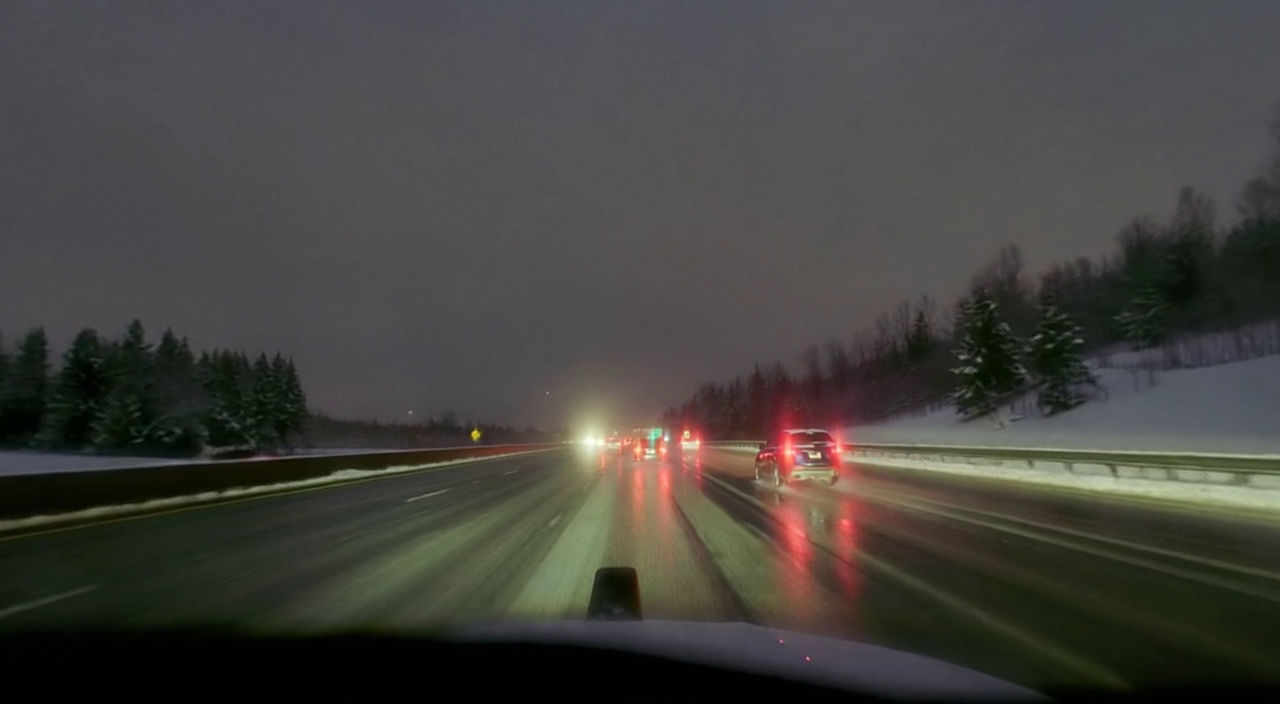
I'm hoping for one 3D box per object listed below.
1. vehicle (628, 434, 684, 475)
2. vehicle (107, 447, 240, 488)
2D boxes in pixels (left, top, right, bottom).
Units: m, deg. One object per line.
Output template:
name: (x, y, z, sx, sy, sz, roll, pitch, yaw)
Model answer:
vehicle: (0.543, 3.982, 24.796, 2.046, 1.467, 3.844, 0, -8, -1)
vehicle: (-19.353, 4.778, 26.428, 1.998, 1.482, 4.715, 0, -8, 0)
